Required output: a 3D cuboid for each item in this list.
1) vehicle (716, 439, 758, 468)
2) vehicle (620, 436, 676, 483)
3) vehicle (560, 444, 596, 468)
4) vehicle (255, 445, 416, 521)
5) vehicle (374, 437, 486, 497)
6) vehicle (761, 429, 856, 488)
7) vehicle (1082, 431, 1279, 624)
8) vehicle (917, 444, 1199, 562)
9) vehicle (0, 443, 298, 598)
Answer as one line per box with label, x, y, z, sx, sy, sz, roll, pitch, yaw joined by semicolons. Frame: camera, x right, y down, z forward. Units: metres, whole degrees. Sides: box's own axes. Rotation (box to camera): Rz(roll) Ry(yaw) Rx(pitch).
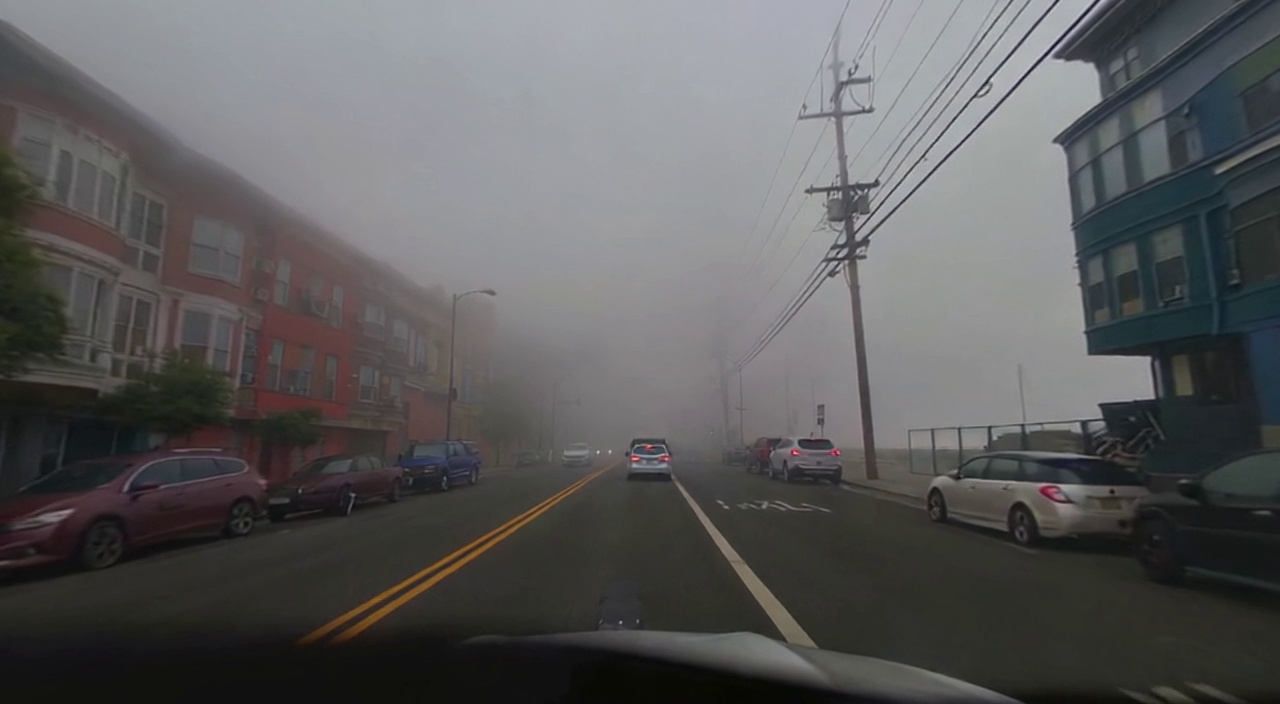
vehicle;6.848;7.224;45.233;2.197;1.917;5.637;0;-9;1
vehicle;0.325;4.067;24.169;1.980;1.635;3.795;0;-9;1
vehicle;-4.122;6.958;42.579;1.944;1.515;4.428;0;-9;1
vehicle;-7.236;3.103;15.581;1.928;1.552;4.234;0;-8;-1
vehicle;-7.202;3.952;22.388;2.095;1.847;5.290;0;-8;1
vehicle;6.495;4.204;25.222;2.203;2.052;5.975;0;-9;0
vehicle;6.462;1.495;5.386;2.018;1.630;4.594;0;-9;0
vehicle;6.559;2.347;10.617;1.842;1.561;4.084;0;-9;-1
vehicle;-7.289;2.165;9.227;1.884;1.582;4.837;0;-8;0
